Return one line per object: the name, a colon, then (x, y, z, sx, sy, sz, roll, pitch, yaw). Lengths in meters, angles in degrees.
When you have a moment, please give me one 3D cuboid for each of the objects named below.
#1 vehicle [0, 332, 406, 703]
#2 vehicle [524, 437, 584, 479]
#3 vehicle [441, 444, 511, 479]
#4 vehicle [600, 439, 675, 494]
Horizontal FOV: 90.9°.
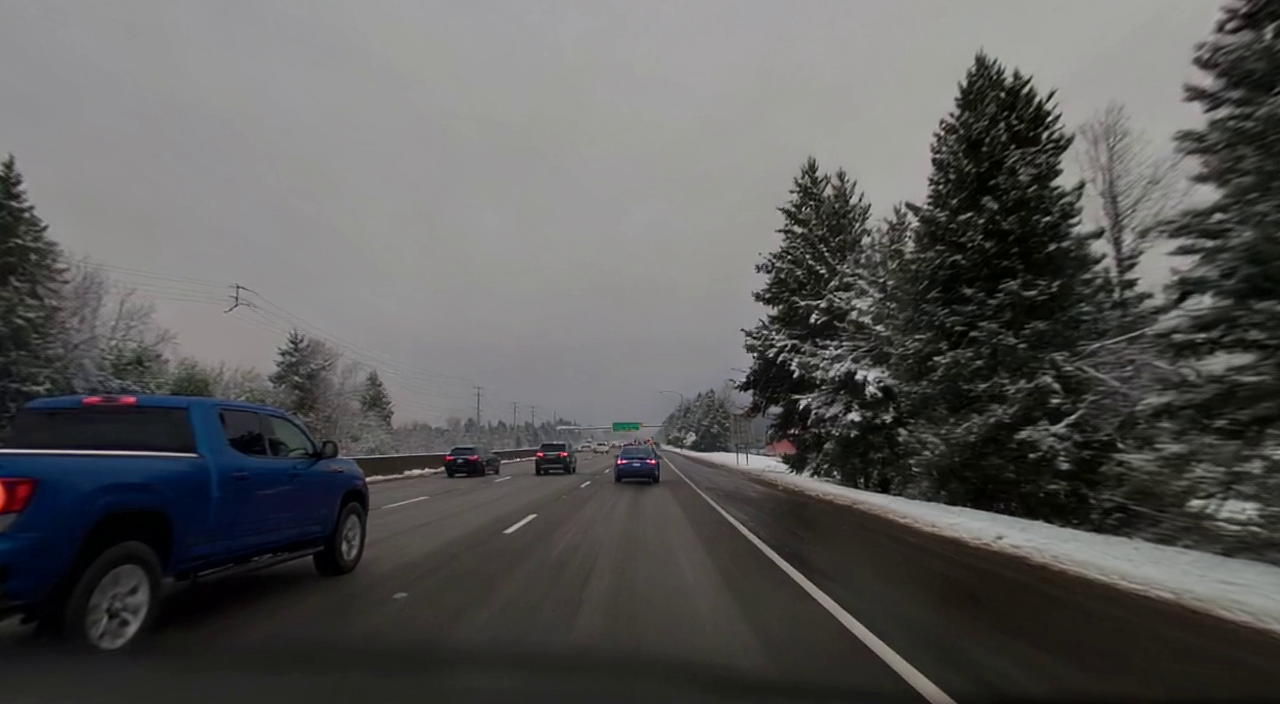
vehicle: (-3.725, 1.141, 4.761, 2.133, 1.789, 4.518, 0, -8, 0)
vehicle: (-3.738, 4.711, 28.274, 1.993, 1.717, 4.321, -1, -8, 1)
vehicle: (-7.428, 4.987, 29.072, 1.902, 1.467, 4.574, -1, -8, 2)
vehicle: (-0.063, 3.445, 19.300, 2.047, 1.473, 3.978, 0, -8, 0)
